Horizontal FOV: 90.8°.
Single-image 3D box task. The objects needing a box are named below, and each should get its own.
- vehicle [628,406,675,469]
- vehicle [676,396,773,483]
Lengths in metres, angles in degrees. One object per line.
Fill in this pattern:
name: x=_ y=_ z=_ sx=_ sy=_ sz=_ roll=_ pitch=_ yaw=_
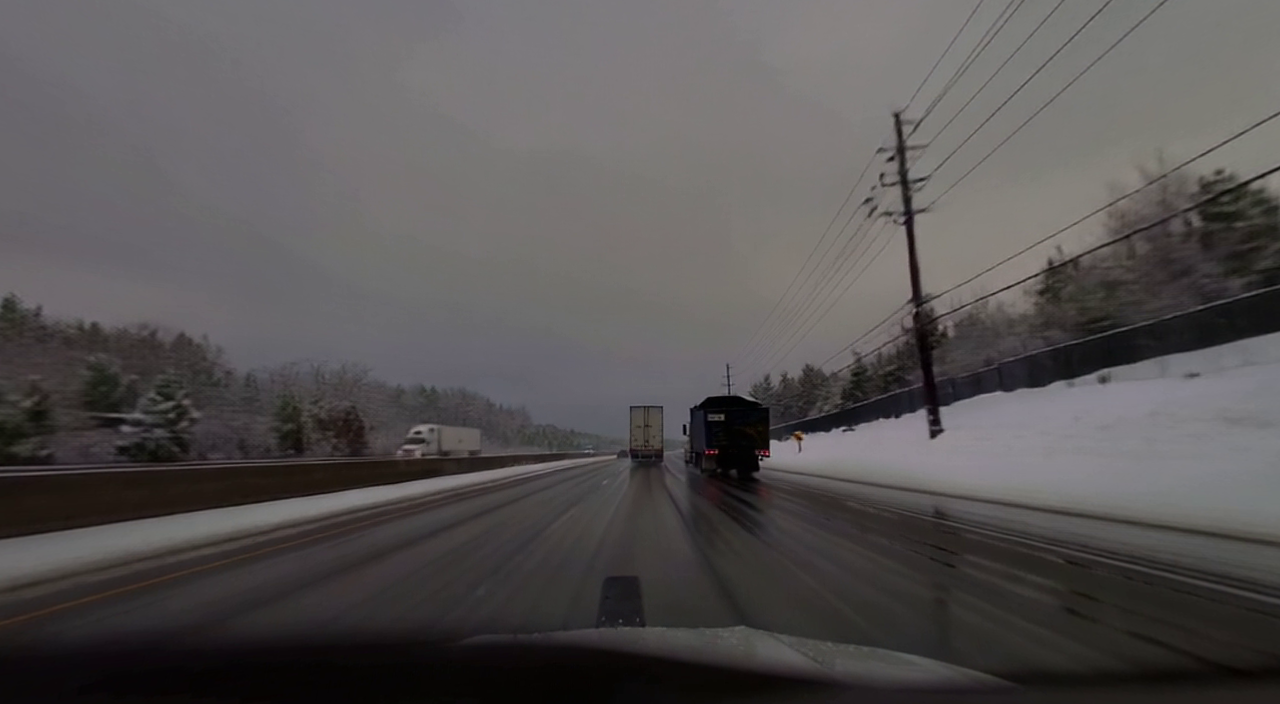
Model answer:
vehicle: x=0.619 y=6.574 z=47.397 sx=2.997 sy=4.076 sz=13.224 roll=0 pitch=-9 yaw=-1
vehicle: x=3.568 y=4.143 z=29.250 sx=2.938 sy=3.378 sz=8.820 roll=0 pitch=-9 yaw=-2
